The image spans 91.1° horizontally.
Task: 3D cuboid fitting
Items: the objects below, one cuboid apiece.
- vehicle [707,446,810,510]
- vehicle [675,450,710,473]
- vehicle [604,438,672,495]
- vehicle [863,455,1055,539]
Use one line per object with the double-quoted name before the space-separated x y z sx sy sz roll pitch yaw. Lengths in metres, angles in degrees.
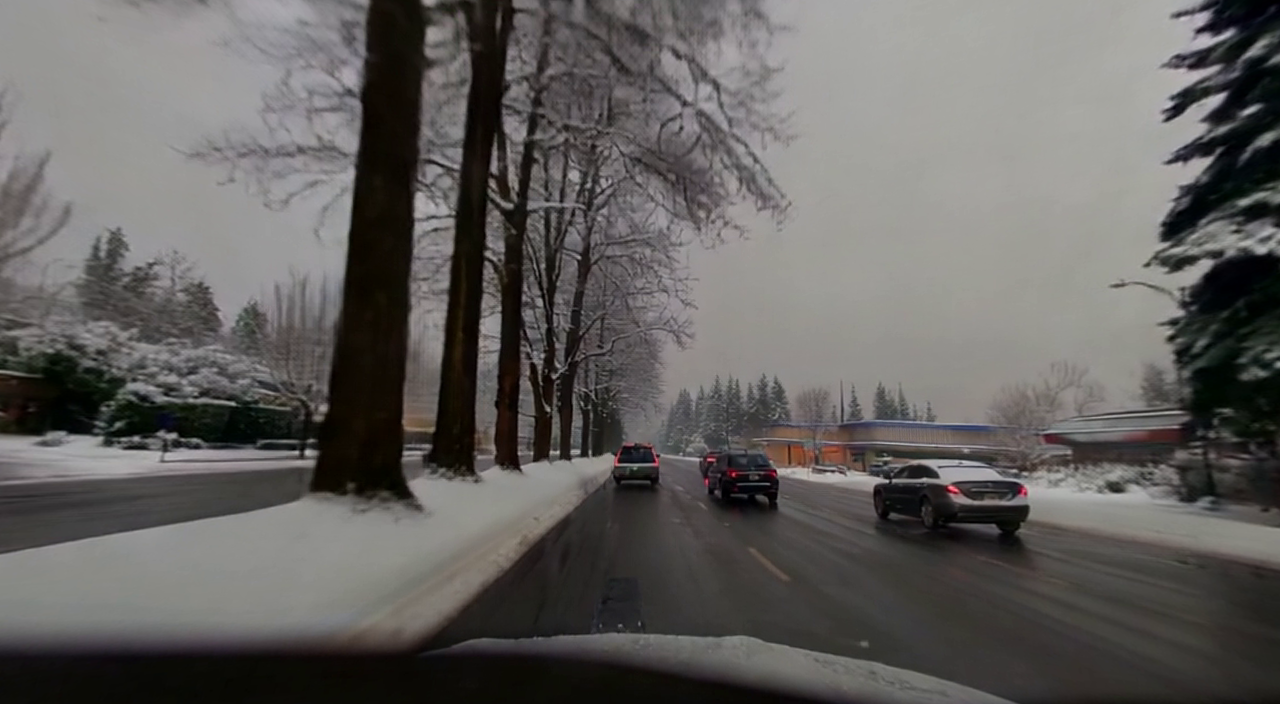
"vehicle" 3.070 3.347 17.175 1.932 1.510 4.168 0 -8 -1
"vehicle" 3.568 7.517 43.252 2.012 1.462 4.163 0 -8 -1
"vehicle" -0.062 3.733 20.832 2.008 1.674 4.239 0 -8 0
"vehicle" 6.711 3.055 13.849 1.944 1.458 4.268 0 -8 -1
